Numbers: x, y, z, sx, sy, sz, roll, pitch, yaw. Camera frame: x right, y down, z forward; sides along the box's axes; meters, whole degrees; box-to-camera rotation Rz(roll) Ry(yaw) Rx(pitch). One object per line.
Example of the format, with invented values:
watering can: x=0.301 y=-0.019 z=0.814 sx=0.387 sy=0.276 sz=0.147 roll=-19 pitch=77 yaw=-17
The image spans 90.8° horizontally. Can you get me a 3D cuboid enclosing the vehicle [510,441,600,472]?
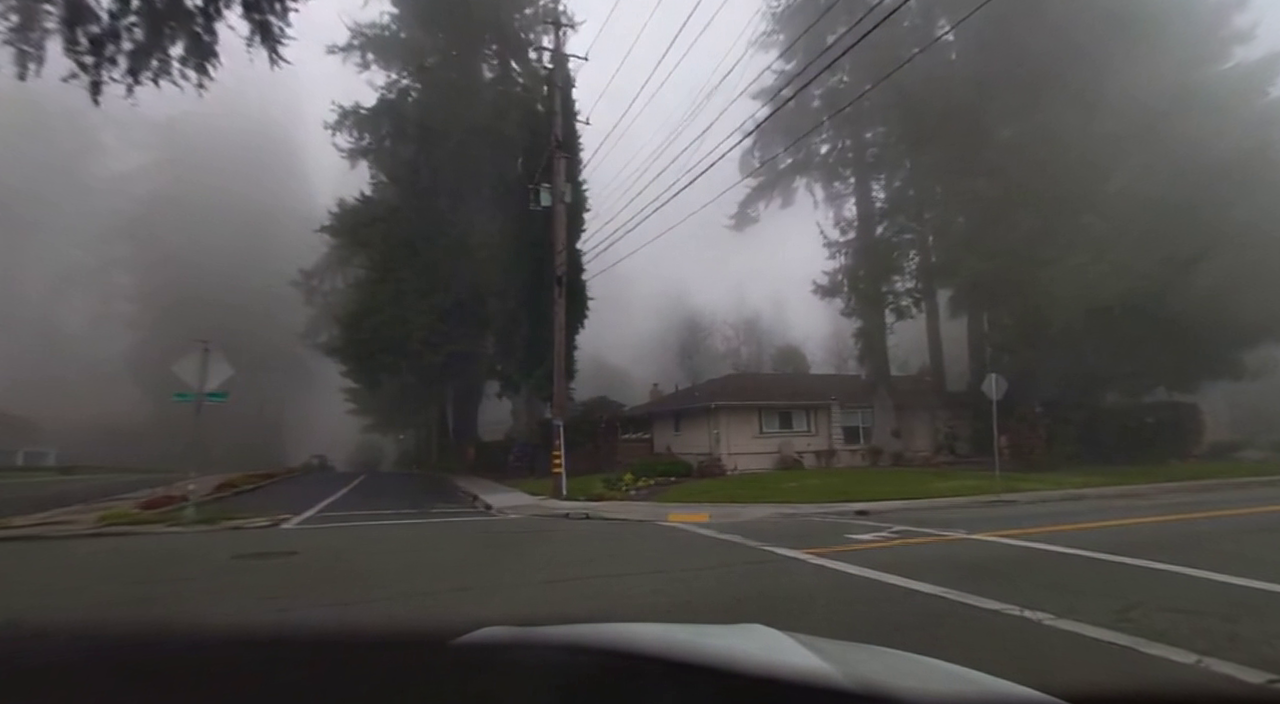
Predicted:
vehicle: x=-4.879 y=5.989 z=36.329 sx=4.784 sy=1.647 sz=1.947 roll=4 pitch=-9 yaw=-22

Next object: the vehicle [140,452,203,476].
vehicle: x=-36.610 y=8.752 z=49.472 sx=2.010 sy=1.689 sz=4.461 roll=1 pitch=-8 yaw=-9
